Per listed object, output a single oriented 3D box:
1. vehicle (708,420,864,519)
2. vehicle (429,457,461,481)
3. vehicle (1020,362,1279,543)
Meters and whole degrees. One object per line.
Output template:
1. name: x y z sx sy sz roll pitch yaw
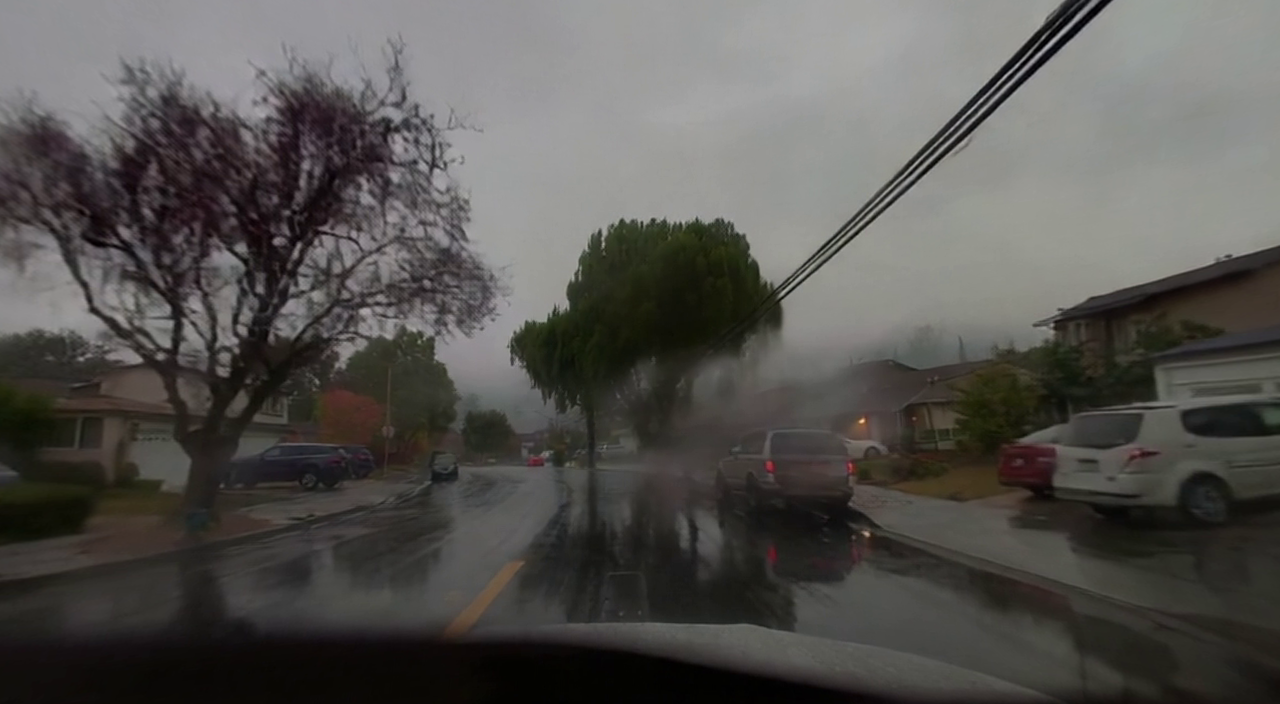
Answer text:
1. vehicle: 3.226 2.722 15.203 2.214 1.962 4.733 1 -9 -5
2. vehicle: -13.440 7.966 43.347 1.902 1.434 4.313 3 -9 -19
3. vehicle: 8.942 1.326 9.498 4.801 2.139 2.164 -6 -8 -1
